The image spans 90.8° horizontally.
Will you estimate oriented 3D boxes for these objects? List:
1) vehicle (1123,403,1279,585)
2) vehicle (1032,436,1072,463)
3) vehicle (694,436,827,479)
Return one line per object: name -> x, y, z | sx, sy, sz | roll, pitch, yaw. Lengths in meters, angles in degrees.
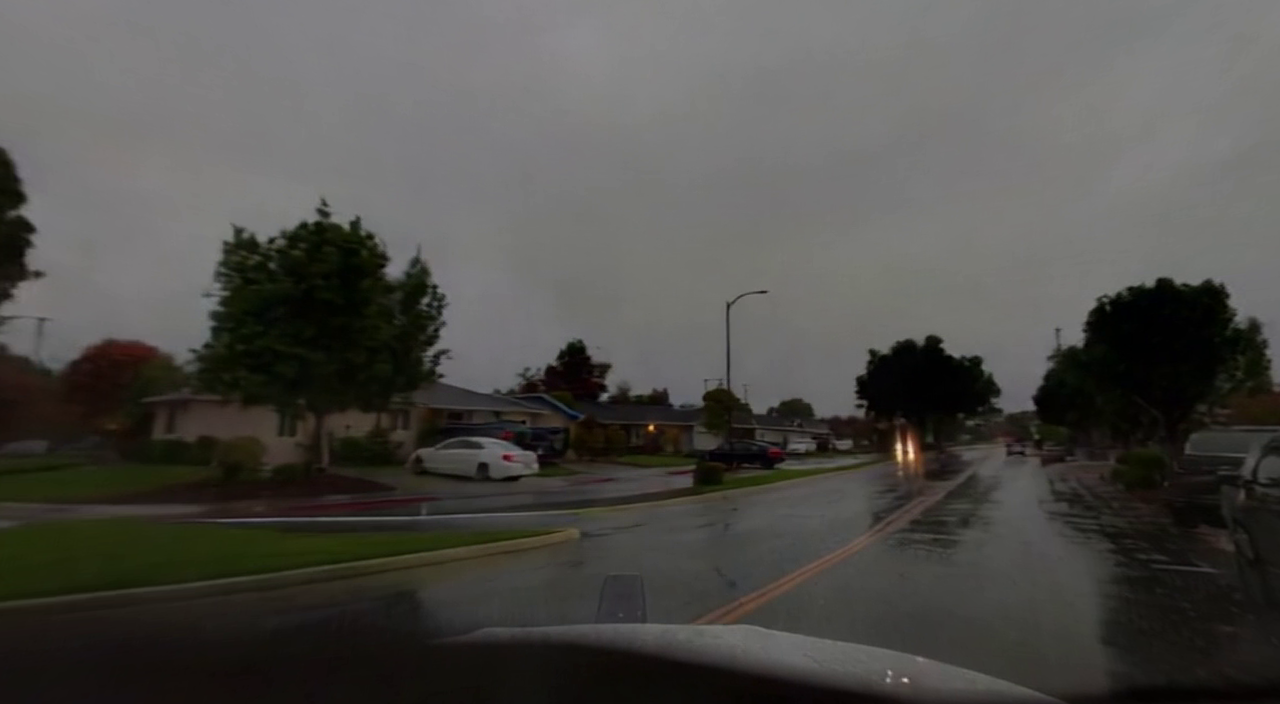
vehicle -> 8.093, 1.732, 8.367 | 2.154, 1.855, 4.689 | -5, -10, 32
vehicle -> 30.435, 7.207, 46.813 | 2.051, 1.925, 4.625 | -5, -10, 29
vehicle -> 4.623, 4.118, 24.778 | 4.750, 1.559, 1.928 | 0, -9, -2
